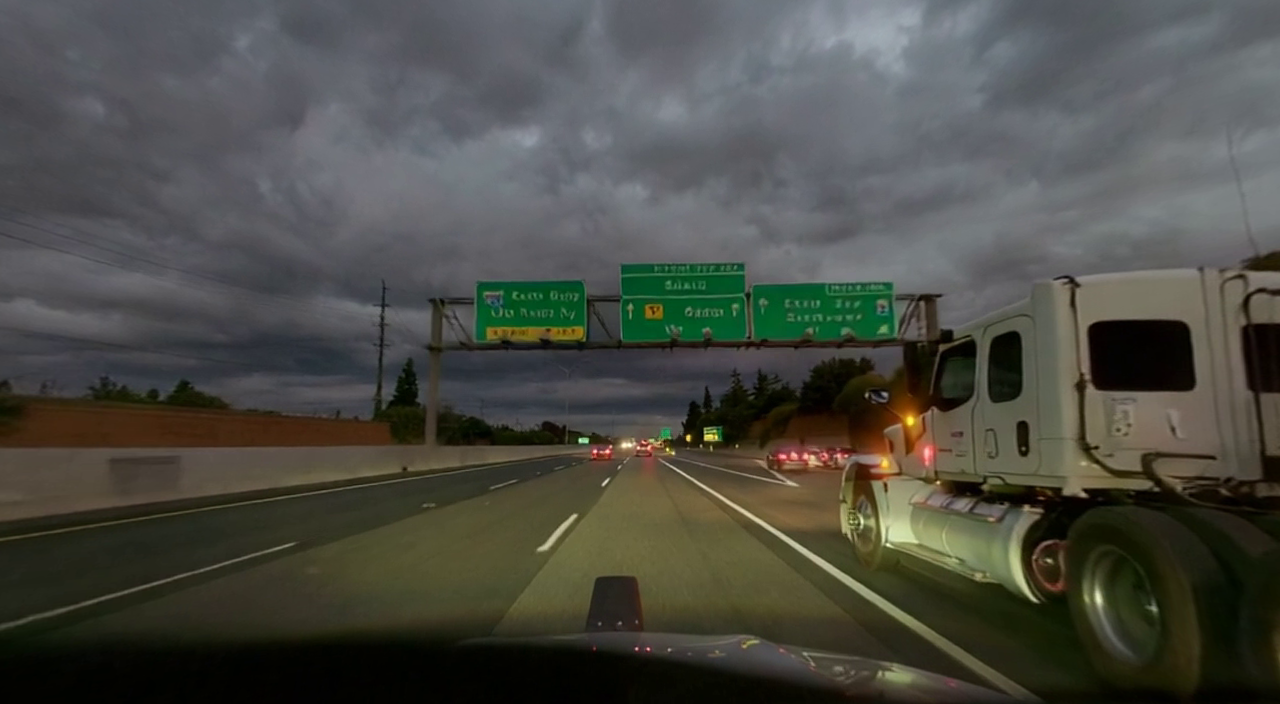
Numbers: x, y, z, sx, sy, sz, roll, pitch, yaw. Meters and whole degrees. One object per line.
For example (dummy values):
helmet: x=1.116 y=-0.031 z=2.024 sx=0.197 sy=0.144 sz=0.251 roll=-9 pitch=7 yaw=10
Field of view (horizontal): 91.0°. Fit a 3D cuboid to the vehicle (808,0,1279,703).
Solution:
vehicle: x=4.052 y=0.293 z=6.246 sx=3.042 sy=4.037 sz=7.253 roll=0 pitch=-9 yaw=3
